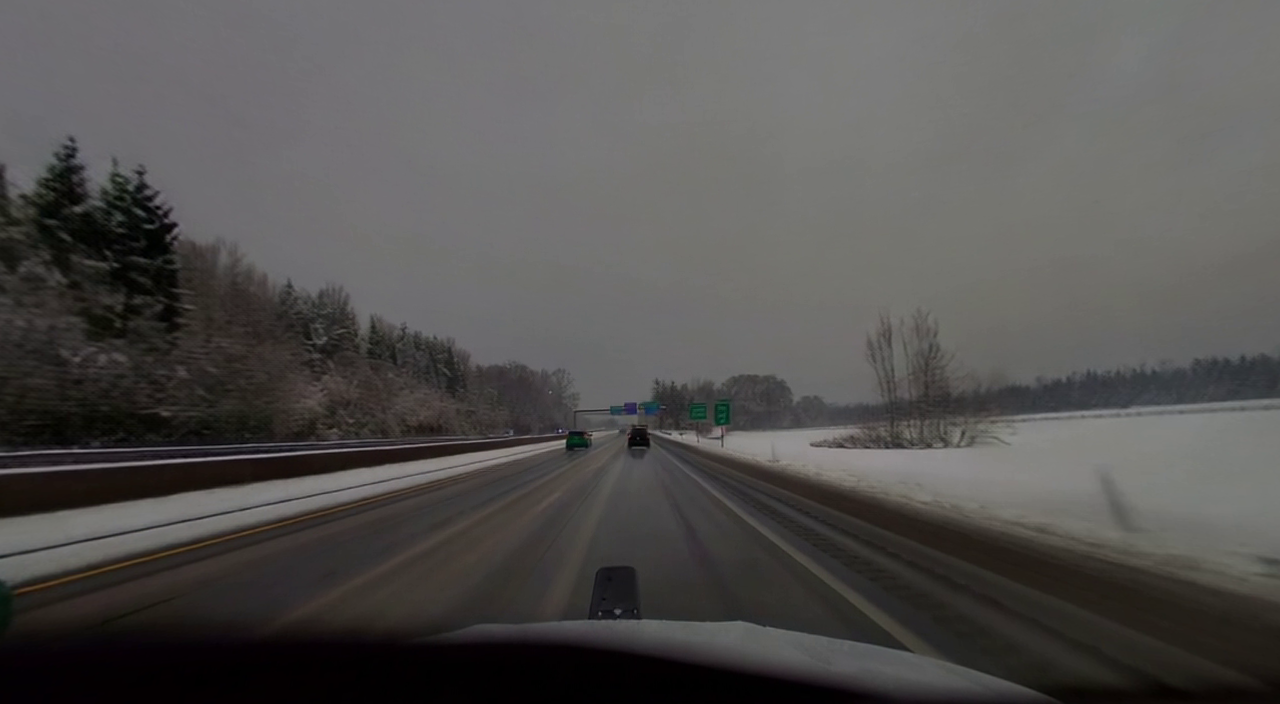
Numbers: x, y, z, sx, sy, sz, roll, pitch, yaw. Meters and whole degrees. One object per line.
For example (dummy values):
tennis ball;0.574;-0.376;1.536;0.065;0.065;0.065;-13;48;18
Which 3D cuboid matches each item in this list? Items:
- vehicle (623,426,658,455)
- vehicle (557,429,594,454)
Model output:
vehicle;0.015;5.826;41.584;2.170;1.790;4.490;0;-8;-1
vehicle;-4.304;6.039;42.705;2.055;1.610;4.116;0;-8;0
